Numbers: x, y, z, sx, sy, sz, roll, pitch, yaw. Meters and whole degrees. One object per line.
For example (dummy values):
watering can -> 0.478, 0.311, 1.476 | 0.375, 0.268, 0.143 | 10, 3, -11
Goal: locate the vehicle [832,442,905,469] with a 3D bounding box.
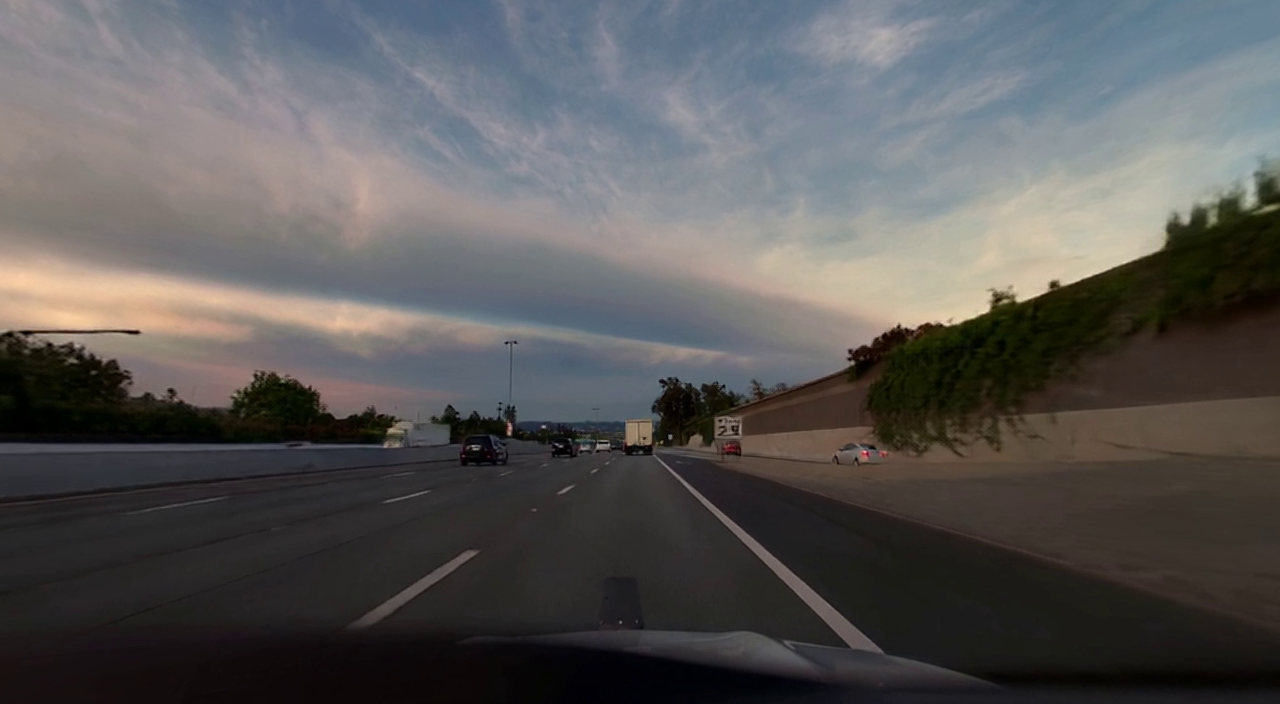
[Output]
vehicle -> 13.684, 6.223, 38.038 | 2.075, 1.510, 4.569 | 1, -9, -9

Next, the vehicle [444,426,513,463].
vehicle -> -10.246, 5.988, 40.605 | 2.571, 2.169, 6.443 | 0, -9, 1
